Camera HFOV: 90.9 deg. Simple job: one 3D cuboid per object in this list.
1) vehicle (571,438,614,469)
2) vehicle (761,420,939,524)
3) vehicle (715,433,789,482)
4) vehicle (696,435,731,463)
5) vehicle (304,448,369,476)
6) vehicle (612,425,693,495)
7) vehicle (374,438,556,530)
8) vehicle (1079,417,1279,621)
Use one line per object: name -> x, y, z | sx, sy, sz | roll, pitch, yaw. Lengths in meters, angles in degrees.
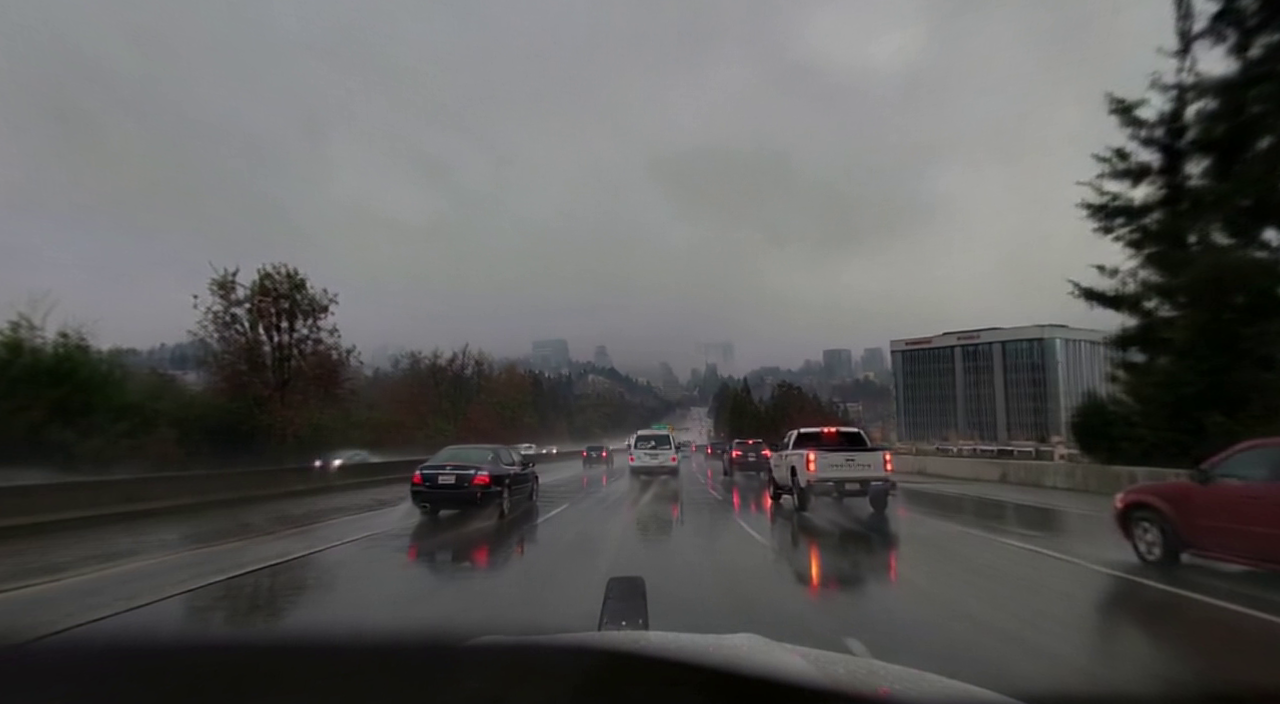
vehicle -> -2.687, 5.880, 36.697 | 1.951, 1.694, 4.188 | -1, -8, 3
vehicle -> 3.932, 2.338, 12.811 | 2.156, 1.701, 4.494 | -1, -8, 1
vehicle -> 4.140, 3.974, 24.028 | 2.094, 1.676, 4.309 | -1, -8, 1
vehicle -> 5.002, 6.680, 43.420 | 2.039, 1.832, 3.989 | -1, -8, 2
vehicle -> -20.209, 7.311, 42.177 | 1.950, 1.718, 4.492 | -1, -8, 2
vehicle -> 0.384, 3.193, 19.024 | 2.153, 1.805, 4.631 | -1, -8, 1
vehicle -> -3.128, 2.465, 12.564 | 1.965, 1.443, 4.968 | -1, -8, 3
vehicle -> 5.691, 1.190, 4.440 | 2.053, 1.473, 4.383 | -1, -8, 1
